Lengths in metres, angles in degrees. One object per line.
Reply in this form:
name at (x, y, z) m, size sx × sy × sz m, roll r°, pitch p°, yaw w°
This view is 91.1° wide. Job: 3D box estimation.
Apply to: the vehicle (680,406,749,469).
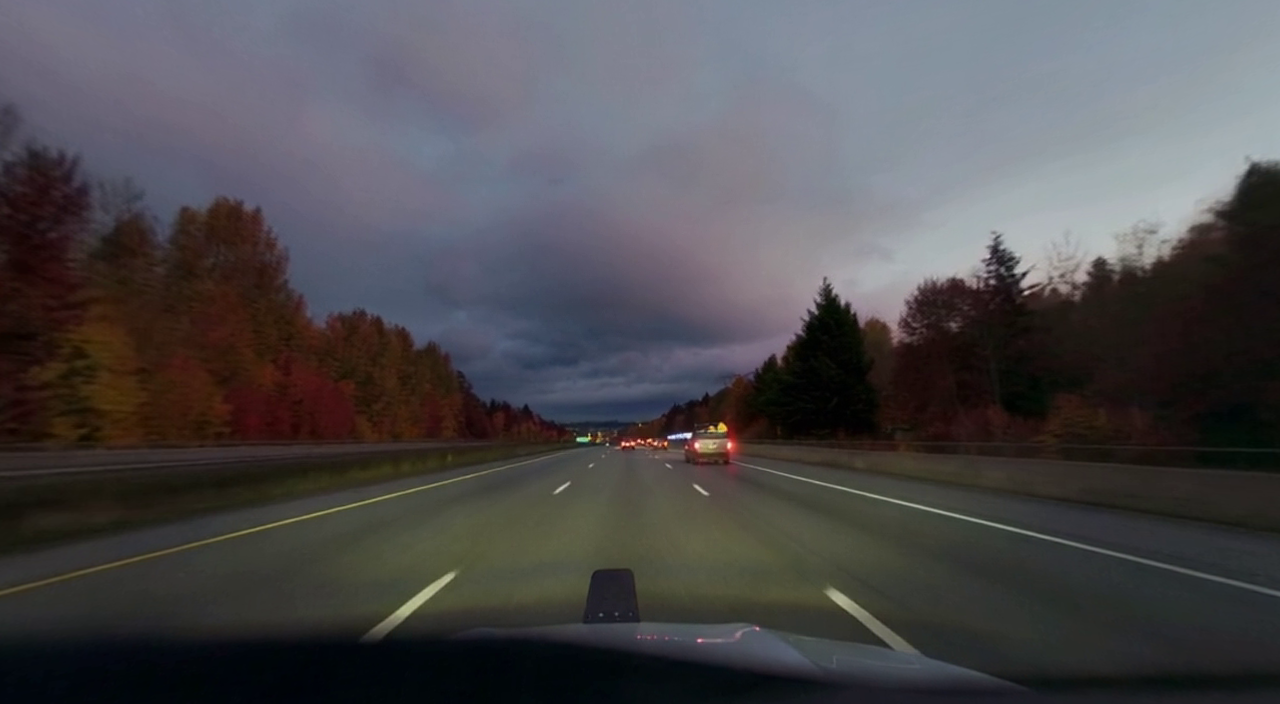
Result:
vehicle at (3.339, 4.005, 29.523) m, size 2.411 × 2.614 × 5.781 m, roll 0°, pitch -8°, yaw -1°
